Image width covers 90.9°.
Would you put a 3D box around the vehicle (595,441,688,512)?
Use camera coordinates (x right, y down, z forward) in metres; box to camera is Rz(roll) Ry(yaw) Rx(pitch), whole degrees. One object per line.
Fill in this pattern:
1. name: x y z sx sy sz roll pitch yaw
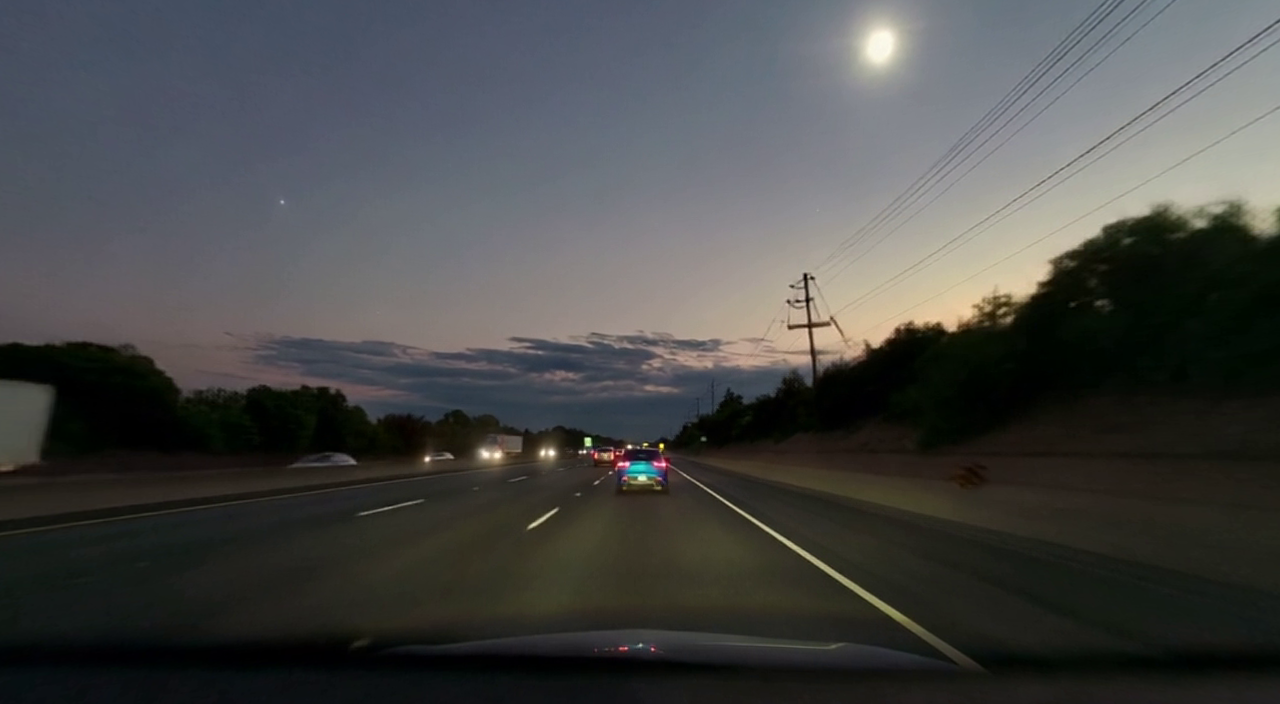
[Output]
1. vehicle: 0.003 2.984 15.568 1.966 1.499 4.298 0 -9 -1

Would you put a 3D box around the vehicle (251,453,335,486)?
1. vehicle: -15.648 5.291 28.618 1.758 1.382 3.416 0 -9 1
